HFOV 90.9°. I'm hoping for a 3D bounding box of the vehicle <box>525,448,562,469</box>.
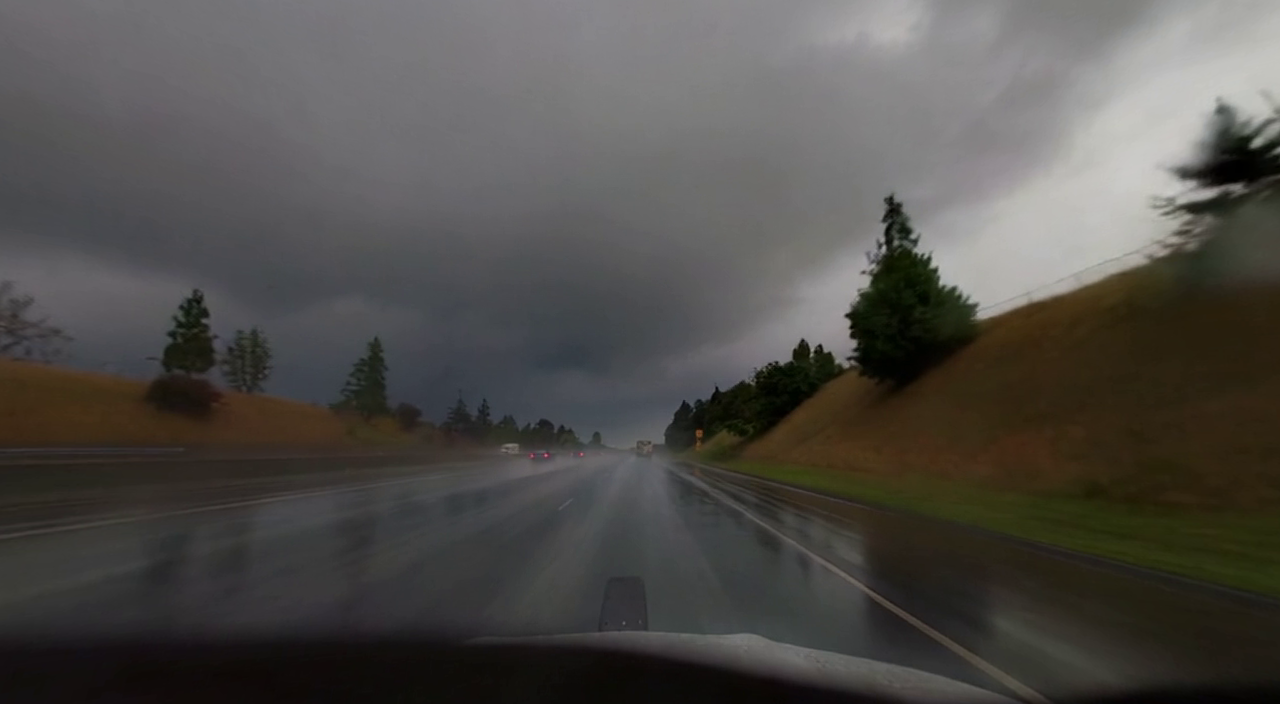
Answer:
[{"bbox_3d":[-7.138,7.954,47.104,2.015,1.483,4.626,0,-9,0],"label":"vehicle"}]
